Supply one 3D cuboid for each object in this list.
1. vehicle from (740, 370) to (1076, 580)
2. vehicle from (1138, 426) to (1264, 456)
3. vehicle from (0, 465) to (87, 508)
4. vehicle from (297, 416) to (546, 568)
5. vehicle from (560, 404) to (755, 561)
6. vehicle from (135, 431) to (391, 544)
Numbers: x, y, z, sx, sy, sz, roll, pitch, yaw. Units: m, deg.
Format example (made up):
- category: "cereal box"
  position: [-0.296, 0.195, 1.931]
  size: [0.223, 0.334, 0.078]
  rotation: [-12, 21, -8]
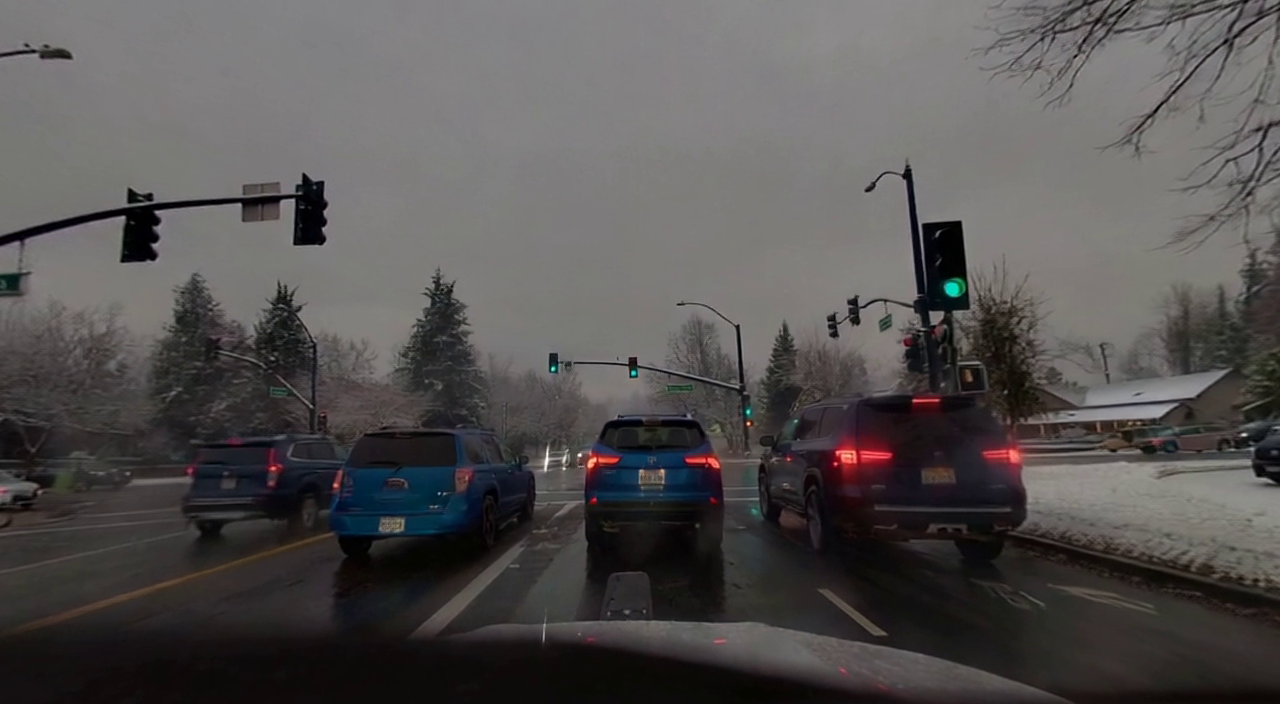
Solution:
- category: "vehicle"
  position: [3.098, 1.628, 9.142]
  size: [2.338, 2.063, 5.672]
  rotation: [0, -8, 0]
- category: "vehicle"
  position: [28.166, 4.500, 31.736]
  size: [4.512, 1.444, 1.859]
  rotation: [0, -8, 0]
- category: "vehicle"
  position: [-23.983, 5.063, 23.719]
  size: [4.383, 1.456, 1.999]
  rotation: [-1, -8, -1]
- category: "vehicle"
  position: [-2.769, 1.892, 9.326]
  size: [2.058, 1.659, 4.514]
  rotation: [0, -8, 0]
- category: "vehicle"
  position: [0.170, 1.804, 9.393]
  size: [2.235, 1.778, 4.178]
  rotation: [0, -8, -1]
- category: "vehicle"
  position: [-6.629, 2.397, 11.908]
  size: [2.193, 1.687, 4.507]
  rotation: [0, -8, -3]
